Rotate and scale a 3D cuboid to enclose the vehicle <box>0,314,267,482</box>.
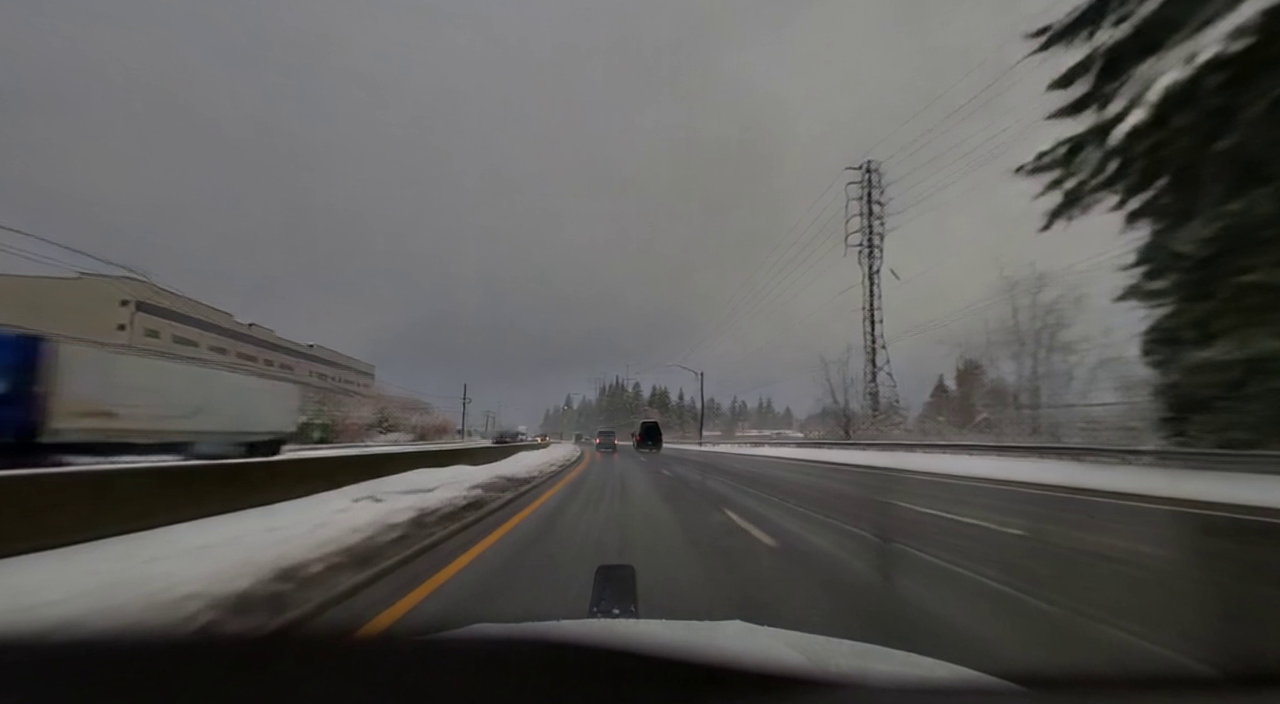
[{"bbox_3d":[-15.575,1.636,18.173,3.028,3.625,11.168,0,-8,-1],"label":"vehicle"}]

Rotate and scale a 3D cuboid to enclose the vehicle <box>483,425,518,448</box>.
[{"bbox_3d":[-9.846,6.037,44.662,1.734,1.560,3.682,0,-8,-2],"label":"vehicle"}]
